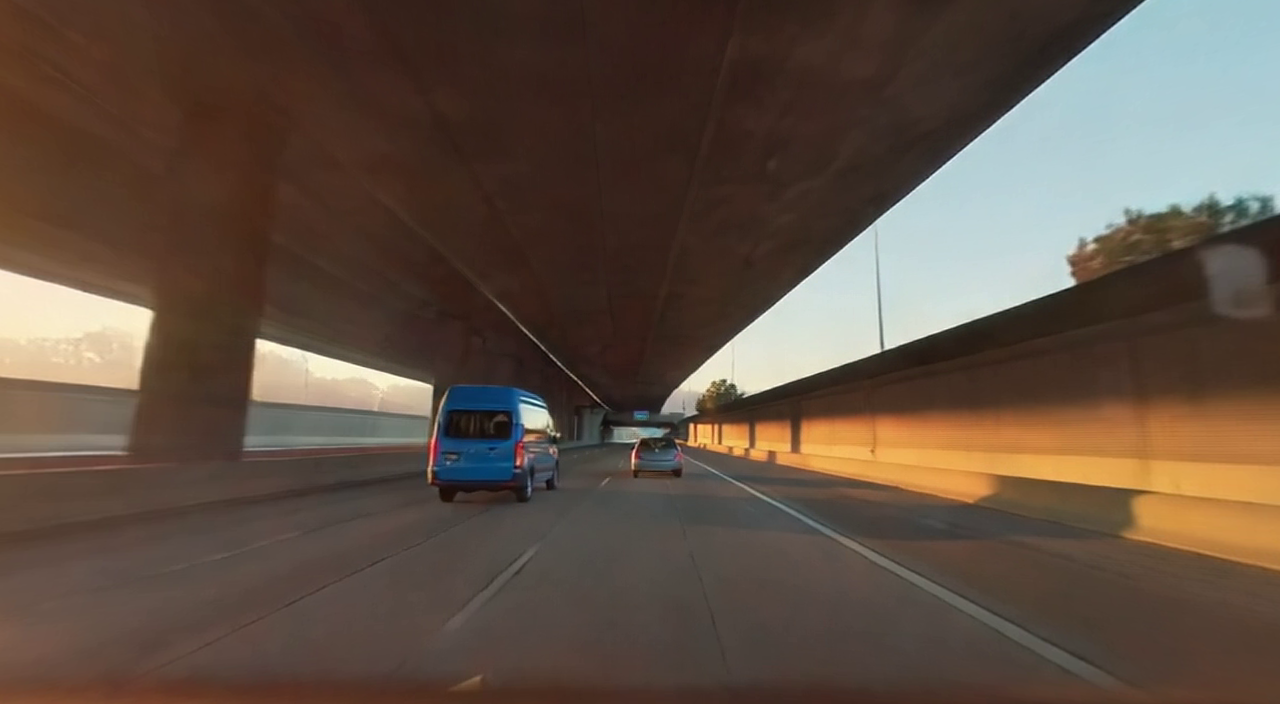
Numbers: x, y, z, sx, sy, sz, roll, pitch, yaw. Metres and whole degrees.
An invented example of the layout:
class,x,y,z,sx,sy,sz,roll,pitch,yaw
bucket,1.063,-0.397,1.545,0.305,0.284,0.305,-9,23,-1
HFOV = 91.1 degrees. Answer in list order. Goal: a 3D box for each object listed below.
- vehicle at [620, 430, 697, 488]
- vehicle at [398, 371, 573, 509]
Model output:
class,x,y,z,sx,sy,sz,roll,pitch,yaw
vehicle,0.542,3.212,19.303,2.095,1.553,4.069,-1,-8,1
vehicle,-3.063,1.930,13.985,2.404,2.459,5.229,-1,-8,2
